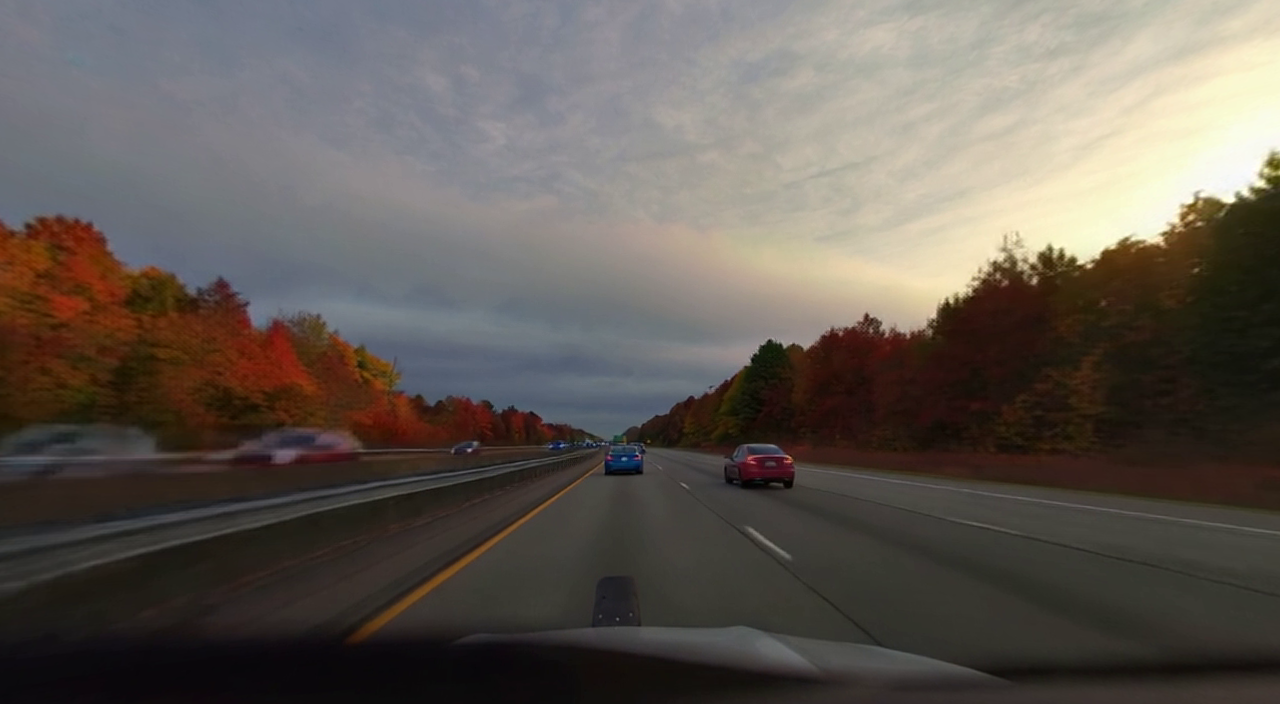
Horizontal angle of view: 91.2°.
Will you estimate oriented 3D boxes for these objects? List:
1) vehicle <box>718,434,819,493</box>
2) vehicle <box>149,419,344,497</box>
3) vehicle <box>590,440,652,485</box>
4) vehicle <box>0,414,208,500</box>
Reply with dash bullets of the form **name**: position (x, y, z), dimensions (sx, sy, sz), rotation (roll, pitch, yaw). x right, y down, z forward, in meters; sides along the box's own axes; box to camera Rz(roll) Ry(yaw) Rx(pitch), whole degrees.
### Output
- **vehicle**: position (3.836, 3.441, 19.583), dimensions (2.300, 1.595, 4.144), rotation (-1, -9, 0)
- **vehicle**: position (-9.641, 2.652, 15.953), dimensions (2.044, 1.661, 4.534), rotation (-1, -9, -1)
- **vehicle**: position (-0.688, 4.168, 23.867), dimensions (2.128, 1.516, 4.410), rotation (-1, -9, -1)
- **vehicle**: position (-13.220, 2.518, 15.171), dimensions (2.213, 1.731, 4.671), rotation (-1, -9, -1)
